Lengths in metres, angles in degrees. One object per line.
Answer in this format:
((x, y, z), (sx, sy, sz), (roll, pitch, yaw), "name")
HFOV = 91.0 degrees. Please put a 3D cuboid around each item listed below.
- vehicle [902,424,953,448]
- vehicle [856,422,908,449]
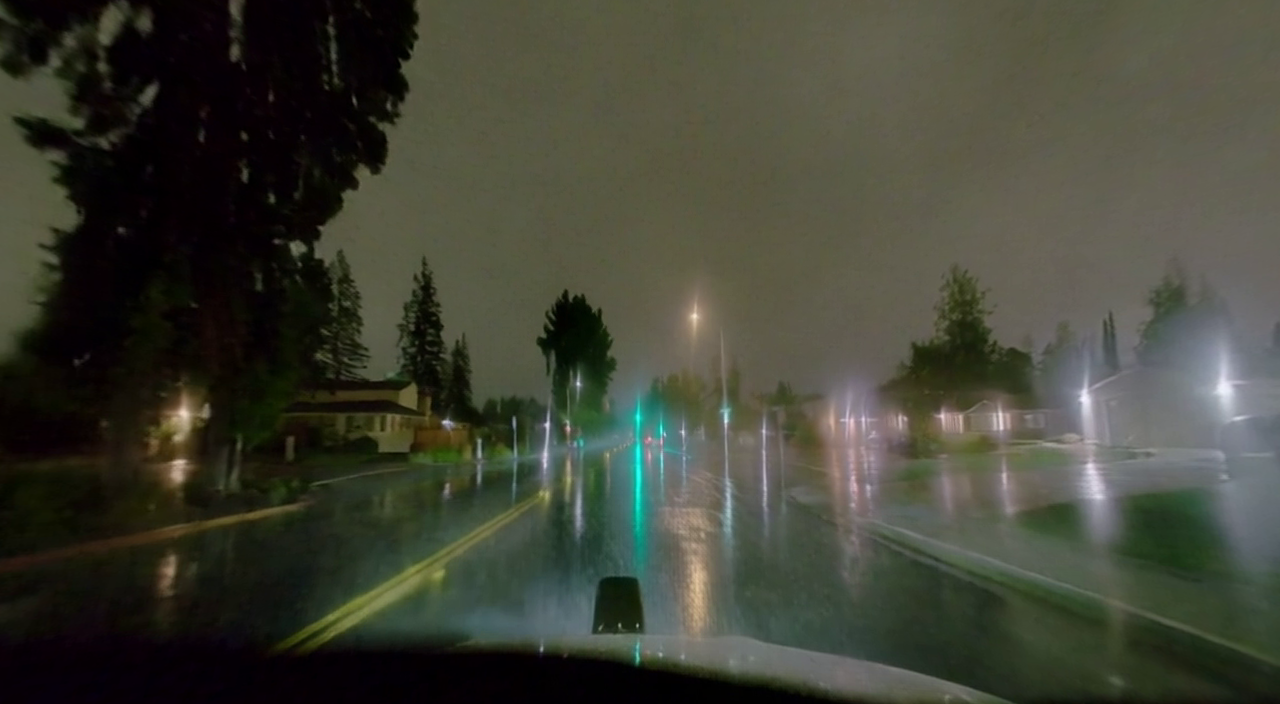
((18.965, 5.582, 41.737), (1.803, 1.504, 4.324), (-1, -8, 8), "vehicle")
((16.171, 5.641, 42.323), (1.829, 1.667, 4.437), (-1, -8, 2), "vehicle")
